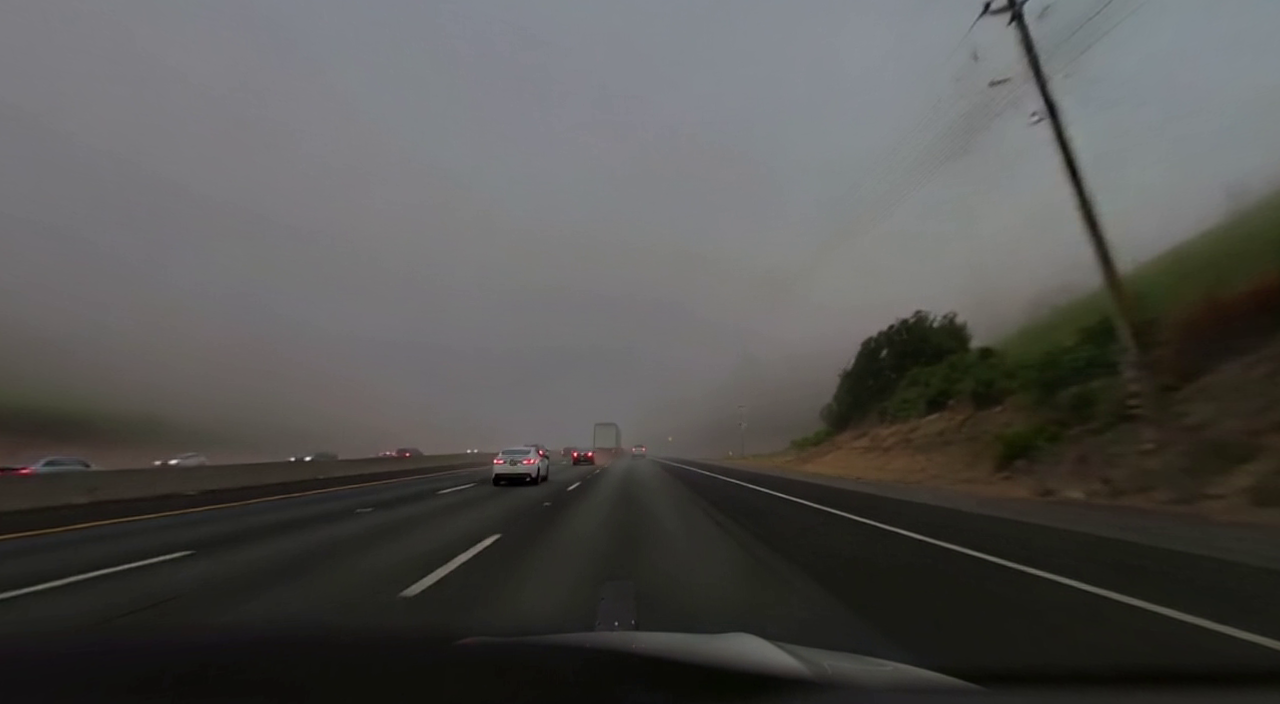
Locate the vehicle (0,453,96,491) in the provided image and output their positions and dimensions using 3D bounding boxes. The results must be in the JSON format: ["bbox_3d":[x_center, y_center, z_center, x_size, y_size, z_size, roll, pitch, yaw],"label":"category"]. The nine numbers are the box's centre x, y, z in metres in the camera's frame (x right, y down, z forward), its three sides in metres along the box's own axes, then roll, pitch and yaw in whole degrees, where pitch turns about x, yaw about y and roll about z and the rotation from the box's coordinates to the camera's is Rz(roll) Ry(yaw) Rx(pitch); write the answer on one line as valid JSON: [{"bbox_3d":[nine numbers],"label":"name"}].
[{"bbox_3d":[-26.260,5.072,26.998,1.841,1.449,4.570,0,-9,1],"label":"vehicle"}]

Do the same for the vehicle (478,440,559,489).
[{"bbox_3d":[-4.108,3.879,22.124,1.963,1.533,4.477,0,-9,0],"label":"vehicle"}]
